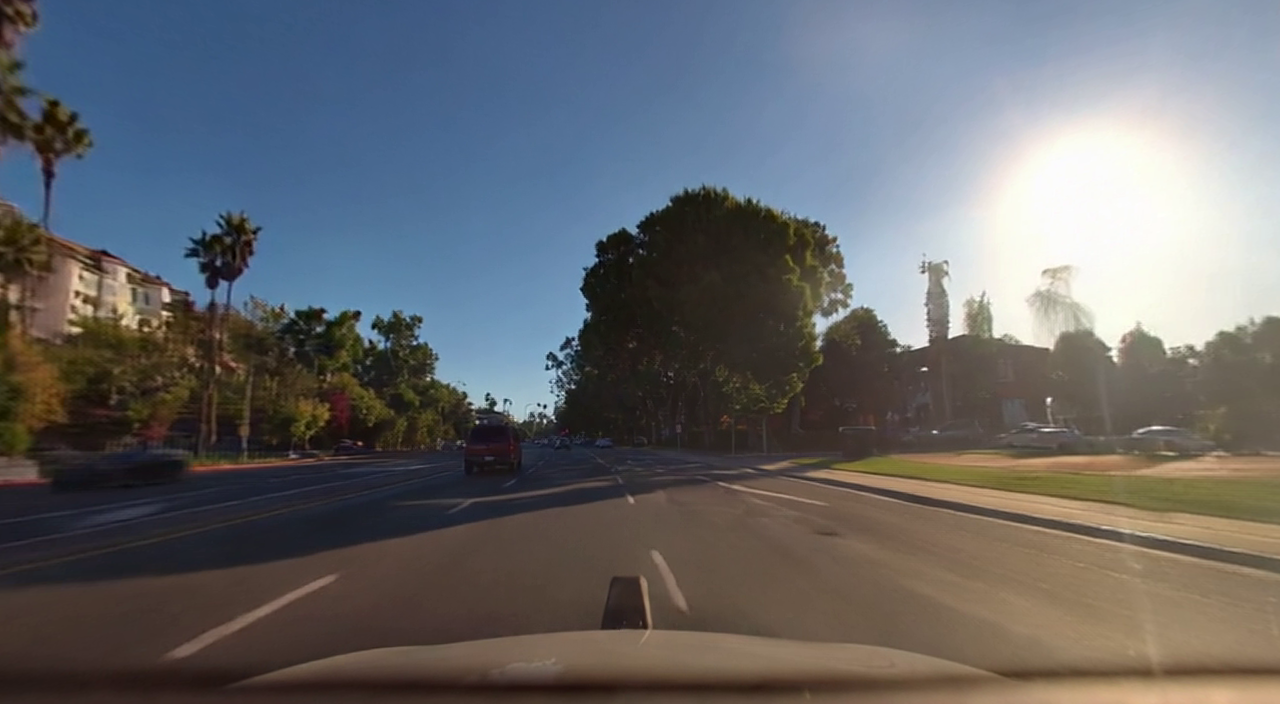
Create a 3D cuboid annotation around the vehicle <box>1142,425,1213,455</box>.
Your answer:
[{"bbox_3d":[29.420,4.837,34.309,4.384,1.501,2.020,7,-10,-38],"label":"vehicle"}]

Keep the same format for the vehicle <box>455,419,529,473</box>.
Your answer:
[{"bbox_3d":[-6.504,4.258,28.378,2.507,2.161,6.049,1,-9,-6],"label":"vehicle"}]

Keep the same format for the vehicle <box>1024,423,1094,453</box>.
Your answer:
[{"bbox_3d":[25.796,5.312,38.608,4.520,1.746,2.295,7,-11,-40],"label":"vehicle"}]

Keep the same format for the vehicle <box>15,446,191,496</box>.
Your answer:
[{"bbox_3d":[-17.735,3.902,21.123,2.030,1.459,4.695,1,-9,-5],"label":"vehicle"}]
